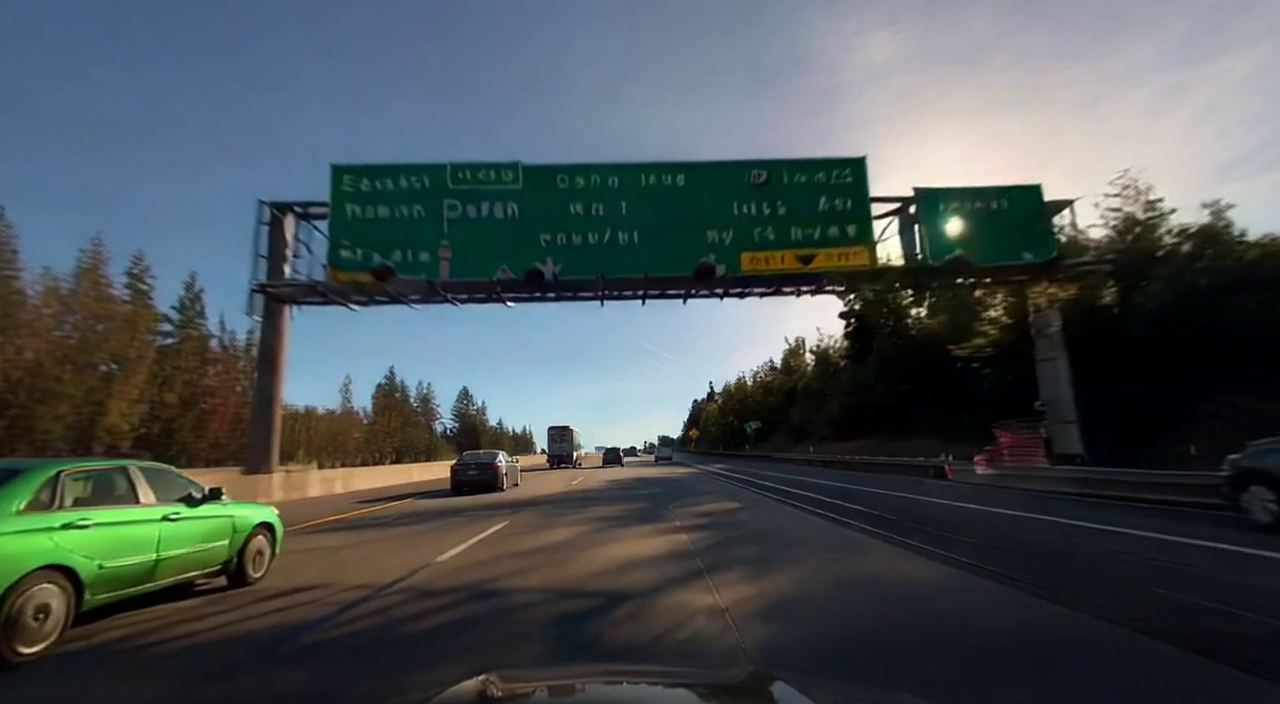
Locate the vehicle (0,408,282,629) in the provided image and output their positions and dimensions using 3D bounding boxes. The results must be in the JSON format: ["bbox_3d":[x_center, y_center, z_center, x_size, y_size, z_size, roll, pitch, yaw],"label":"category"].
[{"bbox_3d":[-5.821,1.495,6.314,2.058,1.626,4.118,0,-9,-1],"label":"vehicle"}]

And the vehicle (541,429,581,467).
[{"bbox_3d":[-6.171,7.633,49.833,2.326,2.789,5.971,0,-9,0],"label":"vehicle"}]

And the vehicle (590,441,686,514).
[{"bbox_3d":[-0.072,2.825,14.538,1.940,1.451,3.512,0,-9,-1],"label":"vehicle"}]

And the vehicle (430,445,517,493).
[{"bbox_3d":[-5.615,3.982,21.812,1.892,1.481,4.180,0,-9,0],"label":"vehicle"}]

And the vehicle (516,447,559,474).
[{"bbox_3d":[-5.874,6.266,36.484,1.814,1.417,3.860,0,-9,0],"label":"vehicle"}]
